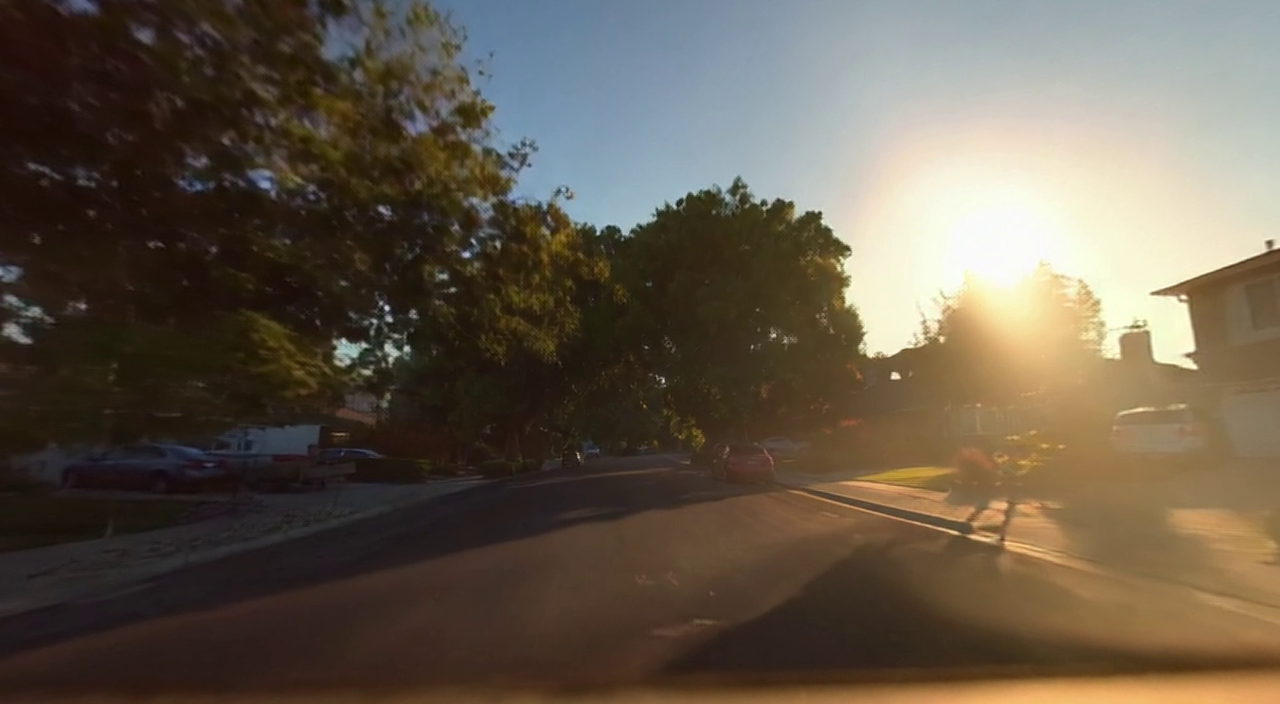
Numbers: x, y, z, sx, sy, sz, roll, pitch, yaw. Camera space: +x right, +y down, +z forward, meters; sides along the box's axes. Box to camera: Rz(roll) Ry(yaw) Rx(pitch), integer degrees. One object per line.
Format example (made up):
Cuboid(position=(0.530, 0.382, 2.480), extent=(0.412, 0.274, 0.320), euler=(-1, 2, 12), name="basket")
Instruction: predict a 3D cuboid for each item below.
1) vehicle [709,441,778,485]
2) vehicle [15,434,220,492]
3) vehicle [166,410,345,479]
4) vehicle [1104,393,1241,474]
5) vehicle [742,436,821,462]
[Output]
Cuboid(position=(3.935, 4.276, 24.607), extent=(2.011, 1.521, 4.292), euler=(0, -8, 1), name="vehicle")
Cuboid(position=(-15.710, 3.322, 19.200), extent=(2.018, 1.534, 4.253), euler=(-5, -10, 28), name="vehicle")
Cuboid(position=(-16.683, 4.059, 27.503), extent=(6.381, 2.645, 2.703), euler=(-4, -9, 10), name="vehicle")
Cuboid(position=(14.876, 2.366, 17.922), extent=(2.222, 1.963, 4.670), euler=(-6, -10, 32), name="vehicle")
Cuboid(position=(10.277, 7.069, 46.014), extent=(5.227, 1.813, 2.136), euler=(-1, -9, 1), name="vehicle")
